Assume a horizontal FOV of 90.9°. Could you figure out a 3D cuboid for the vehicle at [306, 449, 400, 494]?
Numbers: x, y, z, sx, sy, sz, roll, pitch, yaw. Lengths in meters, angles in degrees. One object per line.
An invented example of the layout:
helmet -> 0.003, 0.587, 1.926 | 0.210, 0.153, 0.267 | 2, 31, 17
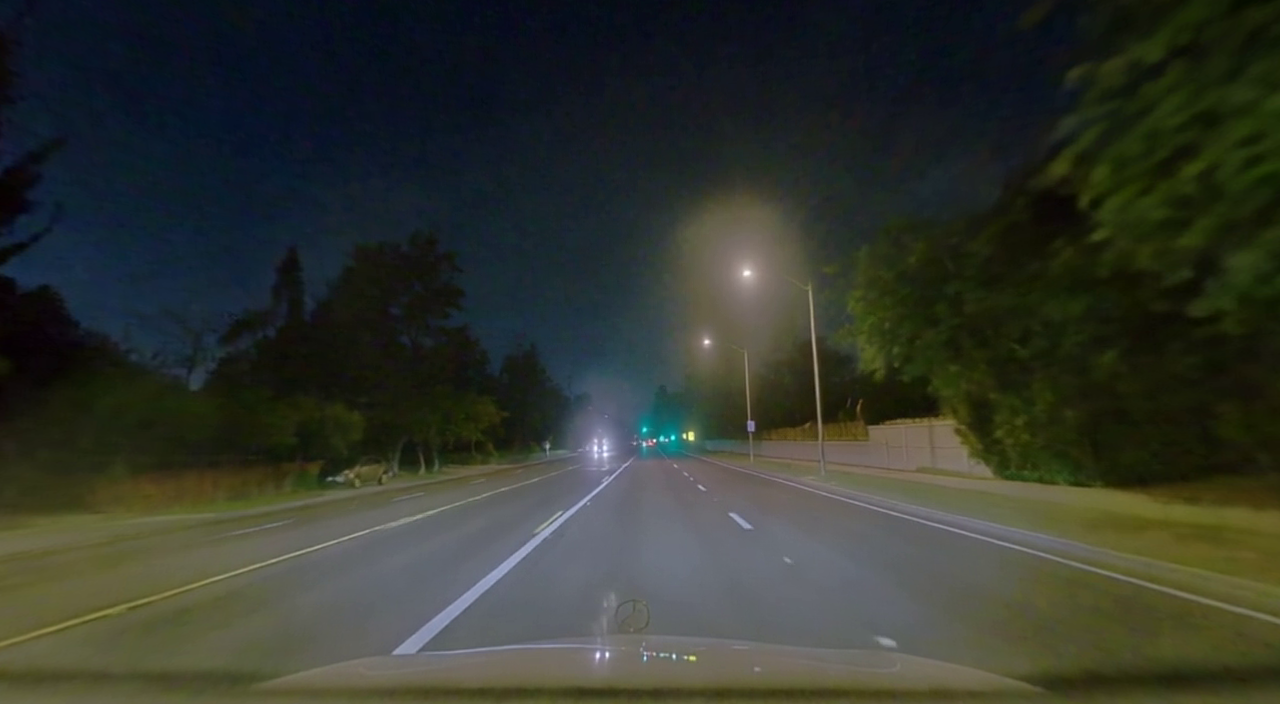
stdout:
vehicle -> -12.407, 5.158, 27.638 | 1.921, 1.611, 4.713 | -4, -8, 1
